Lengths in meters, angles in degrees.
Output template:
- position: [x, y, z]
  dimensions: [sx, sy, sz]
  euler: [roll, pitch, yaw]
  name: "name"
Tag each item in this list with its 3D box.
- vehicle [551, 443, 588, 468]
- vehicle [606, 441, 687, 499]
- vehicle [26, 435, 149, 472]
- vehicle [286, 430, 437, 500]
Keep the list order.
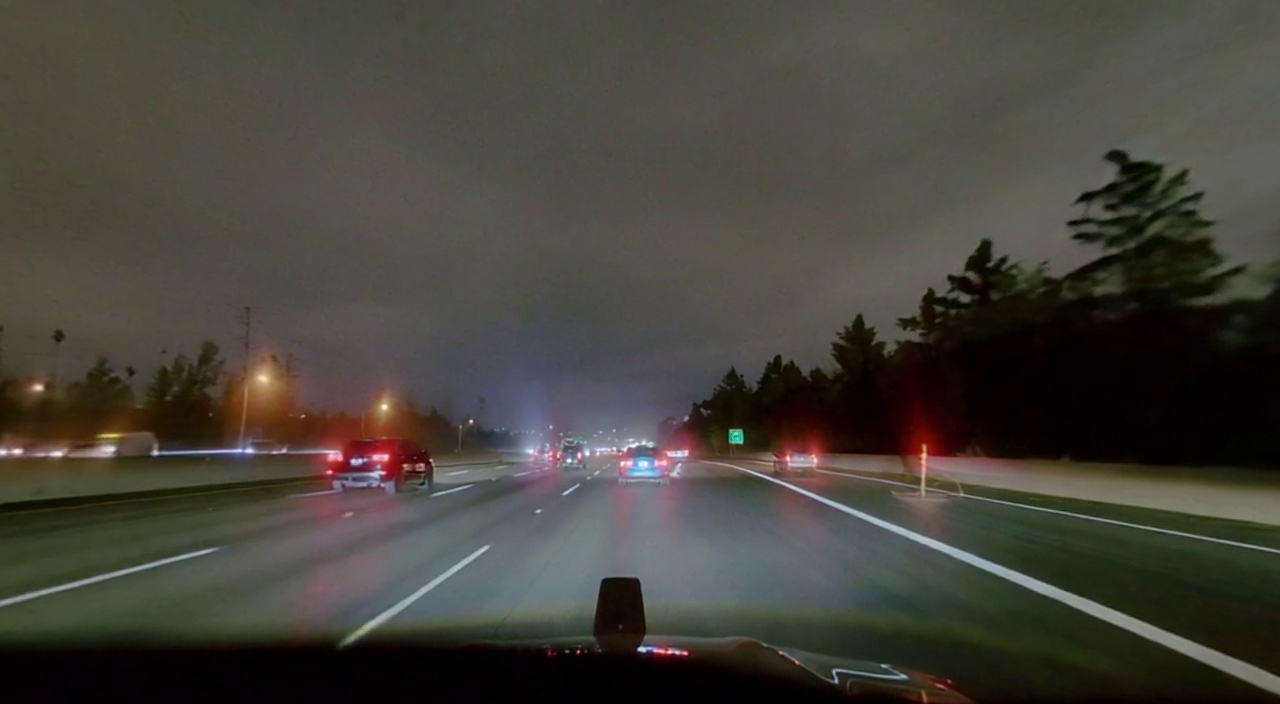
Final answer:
- position: [-5.153, 7.581, 46.424]
  dimensions: [2.289, 1.777, 4.534]
  euler: [0, -8, -1]
  name: "vehicle"
- position: [0.099, 3.359, 18.386]
  dimensions: [2.082, 1.482, 4.126]
  euler: [0, -8, -2]
  name: "vehicle"
- position: [-31.518, 5.799, 36.285]
  dimensions: [2.198, 1.939, 5.613]
  euler: [0, -8, -3]
  name: "vehicle"
- position: [-7.994, 3.296, 18.790]
  dimensions: [2.206, 1.788, 4.914]
  euler: [0, -8, 0]
  name: "vehicle"
